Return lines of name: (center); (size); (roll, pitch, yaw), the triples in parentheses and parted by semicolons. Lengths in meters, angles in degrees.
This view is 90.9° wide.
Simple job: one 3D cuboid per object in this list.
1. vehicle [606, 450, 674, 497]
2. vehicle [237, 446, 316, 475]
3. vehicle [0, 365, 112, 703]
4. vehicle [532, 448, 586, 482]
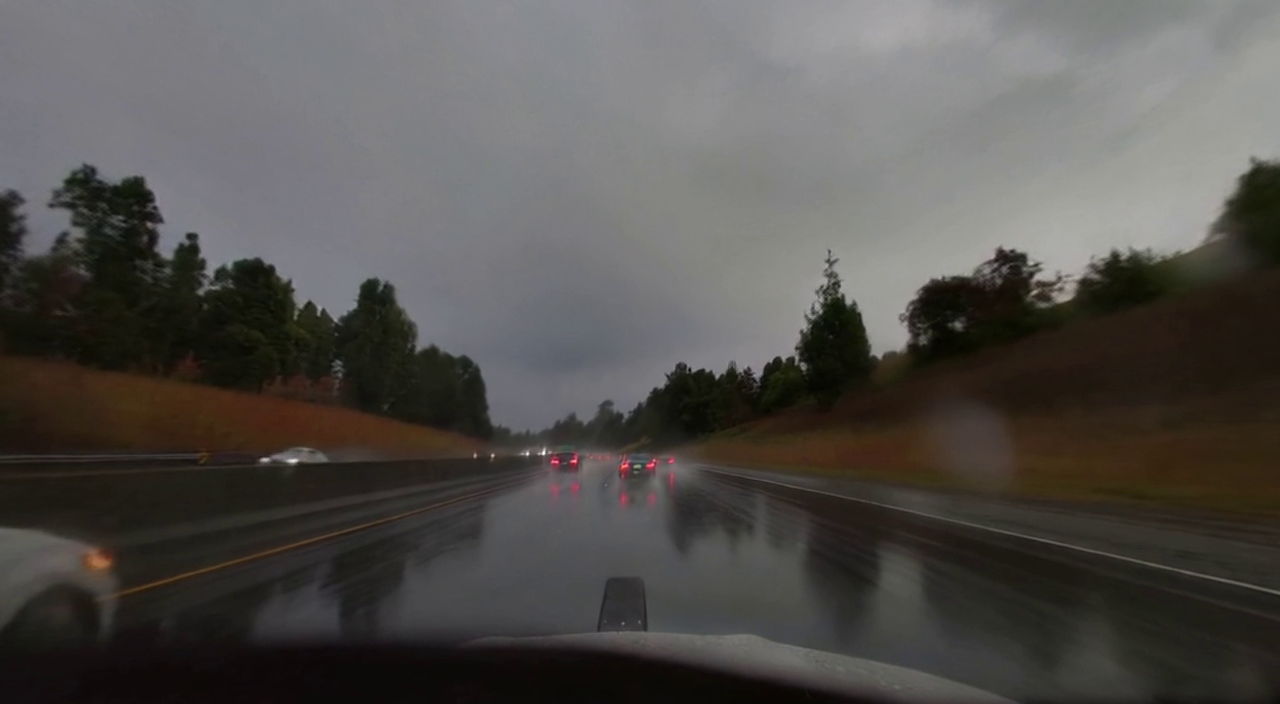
vehicle: (-0.026, 3.937, 20.815); (2.023, 1.400, 4.028); (0, -9, -1)
vehicle: (-19.511, 5.825, 34.033); (1.865, 1.456, 3.979); (0, -9, -1)
vehicle: (-3.749, 0.632, 1.131); (2.048, 1.621, 4.058); (0, -9, 0)
vehicle: (-4.007, 5.709, 32.004); (2.153, 1.581, 4.375); (0, -9, 0)
